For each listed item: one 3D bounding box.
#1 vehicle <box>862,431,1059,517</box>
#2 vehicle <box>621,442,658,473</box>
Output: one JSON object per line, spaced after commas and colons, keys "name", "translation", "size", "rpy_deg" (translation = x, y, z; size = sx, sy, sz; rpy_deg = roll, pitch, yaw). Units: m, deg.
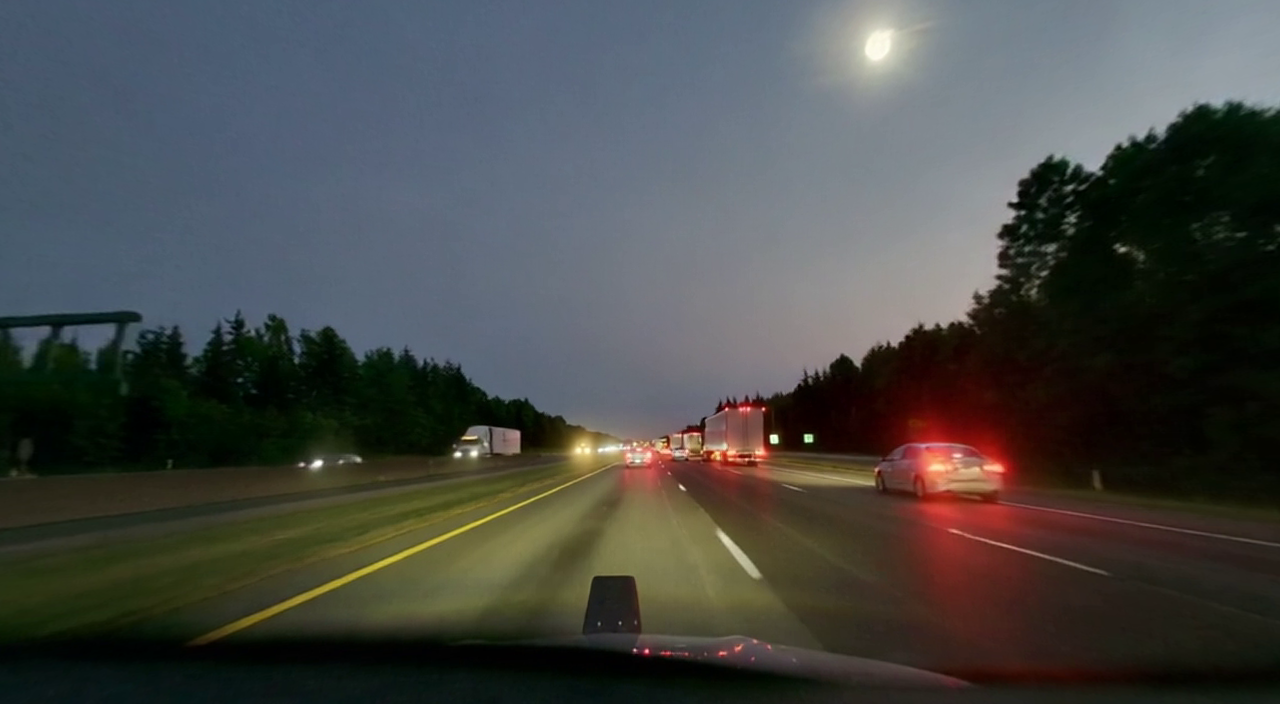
{"name": "vehicle", "translation": [7.019, 2.719, 14.517], "size": [2.011, 1.638, 4.737], "rpy_deg": [0, -9, 0]}
{"name": "vehicle", "translation": [-0.009, 6.373, 38.155], "size": [2.114, 1.706, 4.106], "rpy_deg": [0, -9, 1]}
